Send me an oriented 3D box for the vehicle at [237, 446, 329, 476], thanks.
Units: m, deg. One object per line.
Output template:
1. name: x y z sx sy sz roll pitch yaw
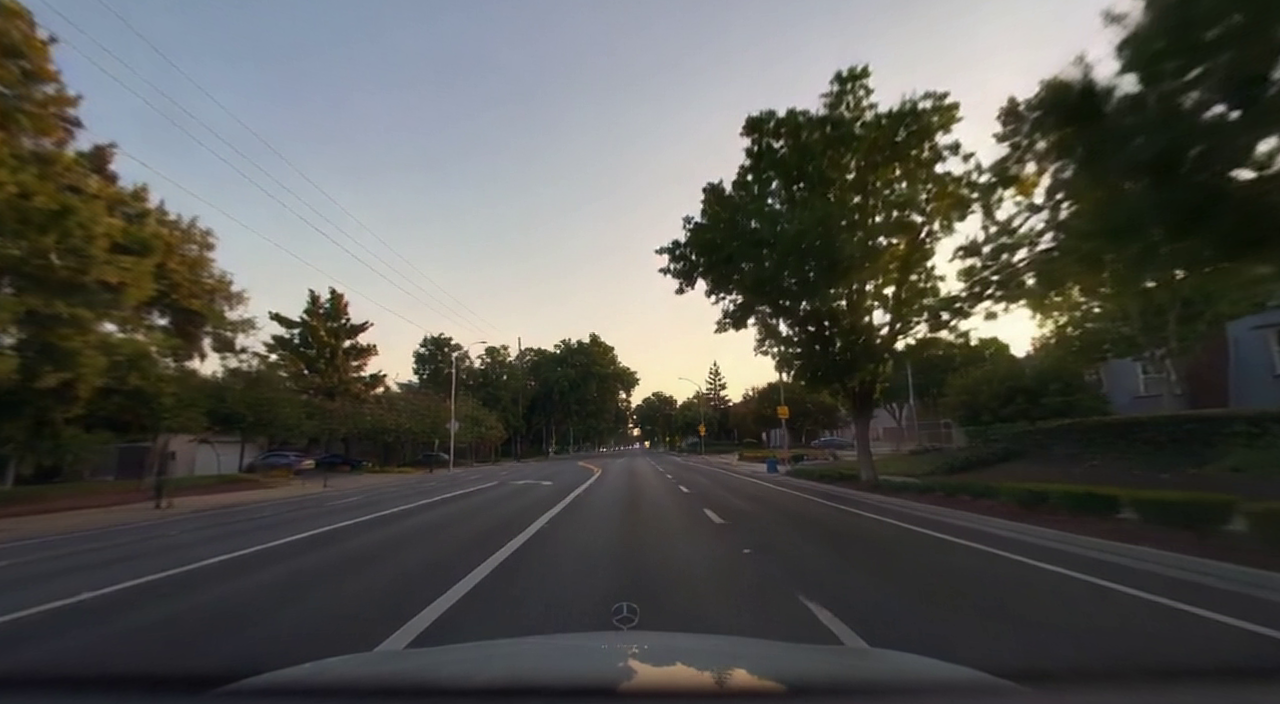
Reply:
1. vehicle: -23.337 7.133 41.425 4.794 1.869 2.060 -1 -8 3
